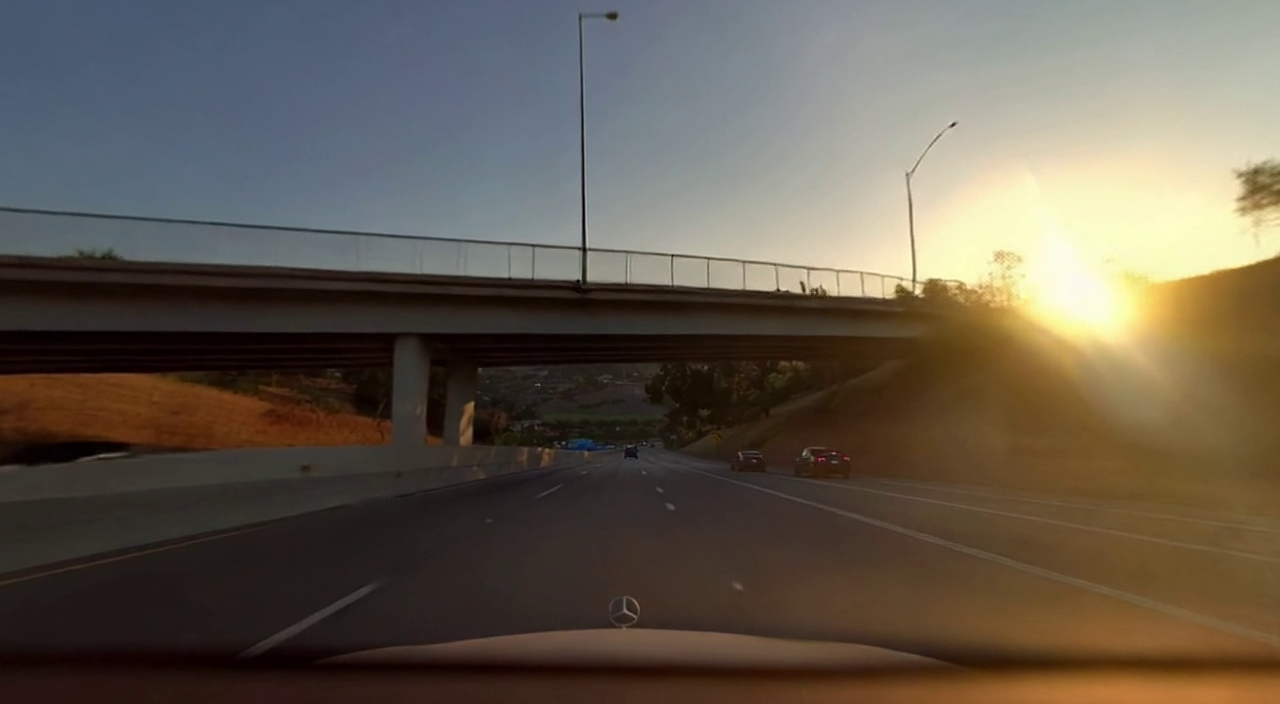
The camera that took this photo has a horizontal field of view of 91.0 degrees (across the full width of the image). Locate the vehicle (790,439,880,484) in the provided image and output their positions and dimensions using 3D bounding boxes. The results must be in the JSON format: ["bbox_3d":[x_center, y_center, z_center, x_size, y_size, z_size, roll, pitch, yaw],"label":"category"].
[{"bbox_3d":[9.126,5.183,30.121,2.387,1.936,5.646,0,-9,-1],"label":"vehicle"}]

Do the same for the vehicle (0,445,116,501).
[{"bbox_3d":[-22.441,4.285,22.594,2.389,1.855,5.634,0,-9,0],"label":"vehicle"}]

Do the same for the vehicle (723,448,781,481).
[{"bbox_3d":[5.594,5.665,32.002,2.053,1.553,4.463,0,-9,-1],"label":"vehicle"}]
